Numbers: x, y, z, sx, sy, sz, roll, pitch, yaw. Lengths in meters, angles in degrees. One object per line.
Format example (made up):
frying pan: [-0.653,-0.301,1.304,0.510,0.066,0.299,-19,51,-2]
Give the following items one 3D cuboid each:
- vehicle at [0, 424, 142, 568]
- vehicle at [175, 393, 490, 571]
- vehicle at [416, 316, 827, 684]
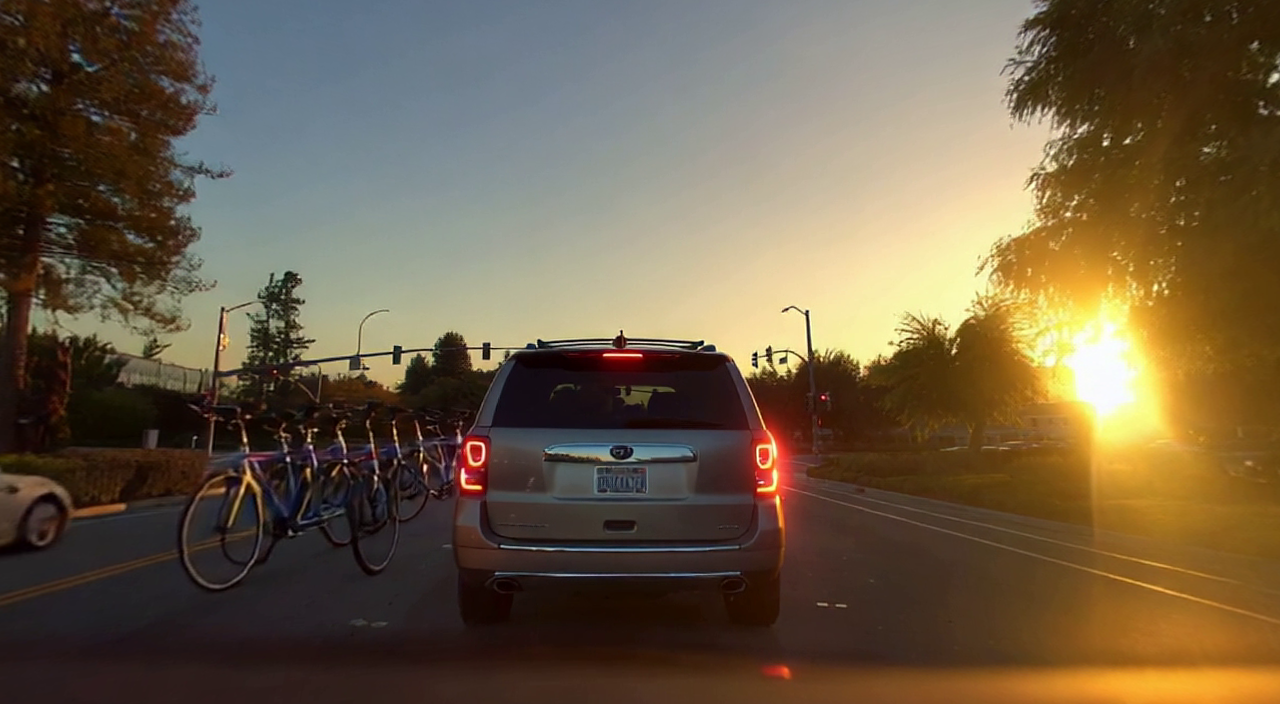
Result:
vehicle: [-7.785,1.461,6.252,2.024,1.511,4.550,0,-8,-1]
vehicle: [-3.888,1.772,9.457,2.337,1.858,5.409,1,-8,-5]
vehicle: [-0.230,1.160,5.998,2.333,2.087,4.586,0,-8,-4]
